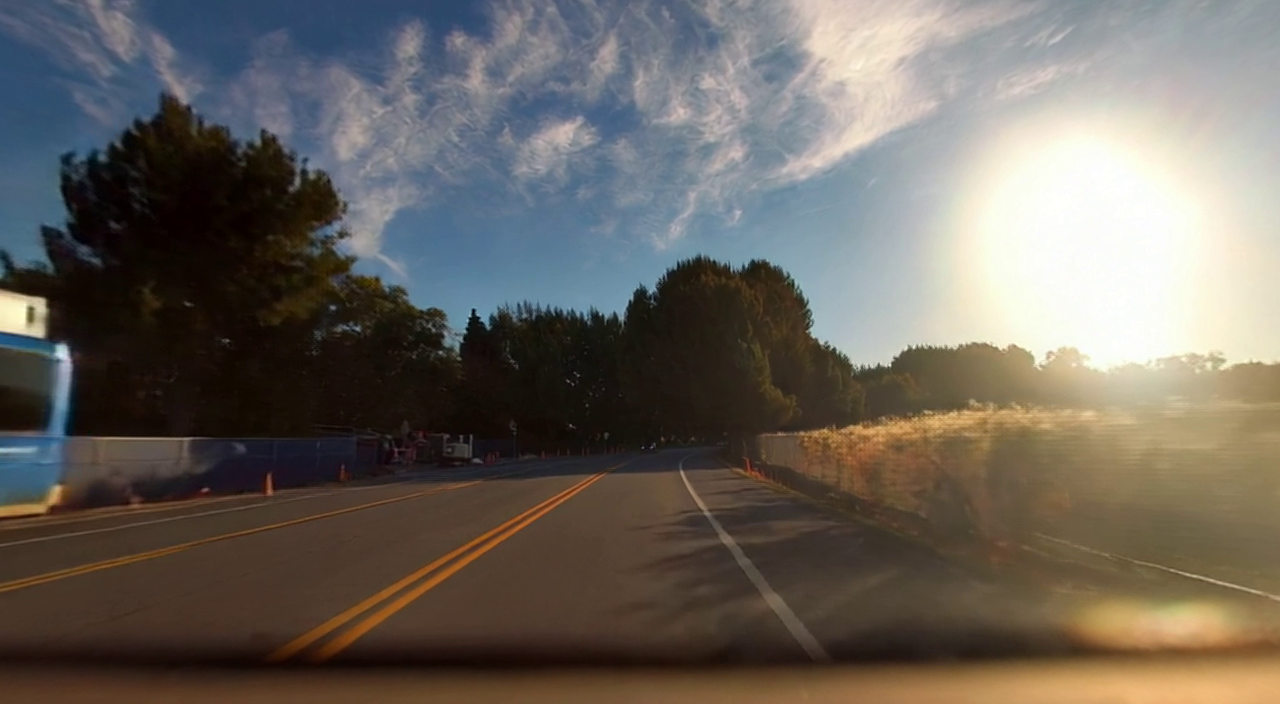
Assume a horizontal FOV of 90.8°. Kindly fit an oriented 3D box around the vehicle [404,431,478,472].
[{"bbox_3d":[-11.184,5.625,36.065,2.244,2.022,6.102,-2,-8,0],"label":"vehicle"}]
